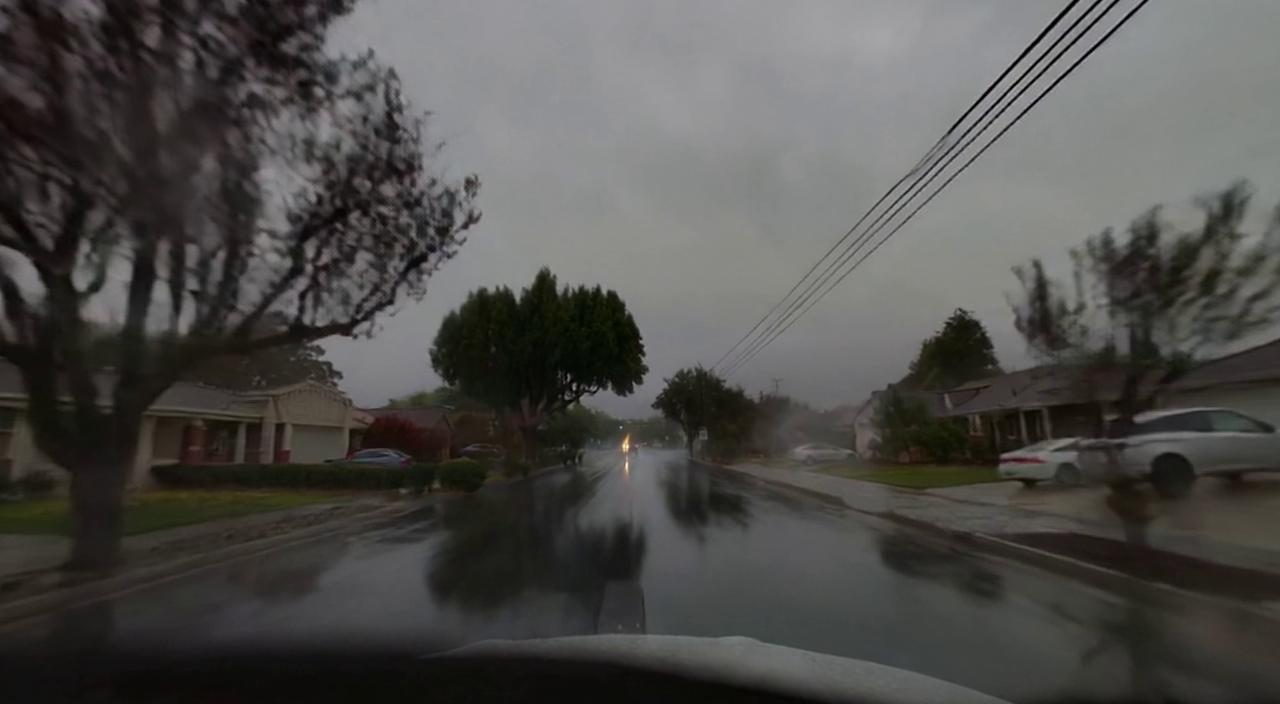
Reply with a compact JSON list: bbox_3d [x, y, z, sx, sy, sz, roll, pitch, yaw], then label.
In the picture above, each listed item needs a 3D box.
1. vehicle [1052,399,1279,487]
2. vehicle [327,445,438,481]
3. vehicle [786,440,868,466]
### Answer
[{"bbox_3d":[12.957,2.131,14.707,5.049,1.845,2.327,0,-9,0],"label":"vehicle"},{"bbox_3d":[-13.297,5.760,32.918,4.887,1.788,2.006,1,-8,-3],"label":"vehicle"},{"bbox_3d":[11.927,6.480,40.483,4.626,1.541,1.866,1,-9,-2],"label":"vehicle"}]
